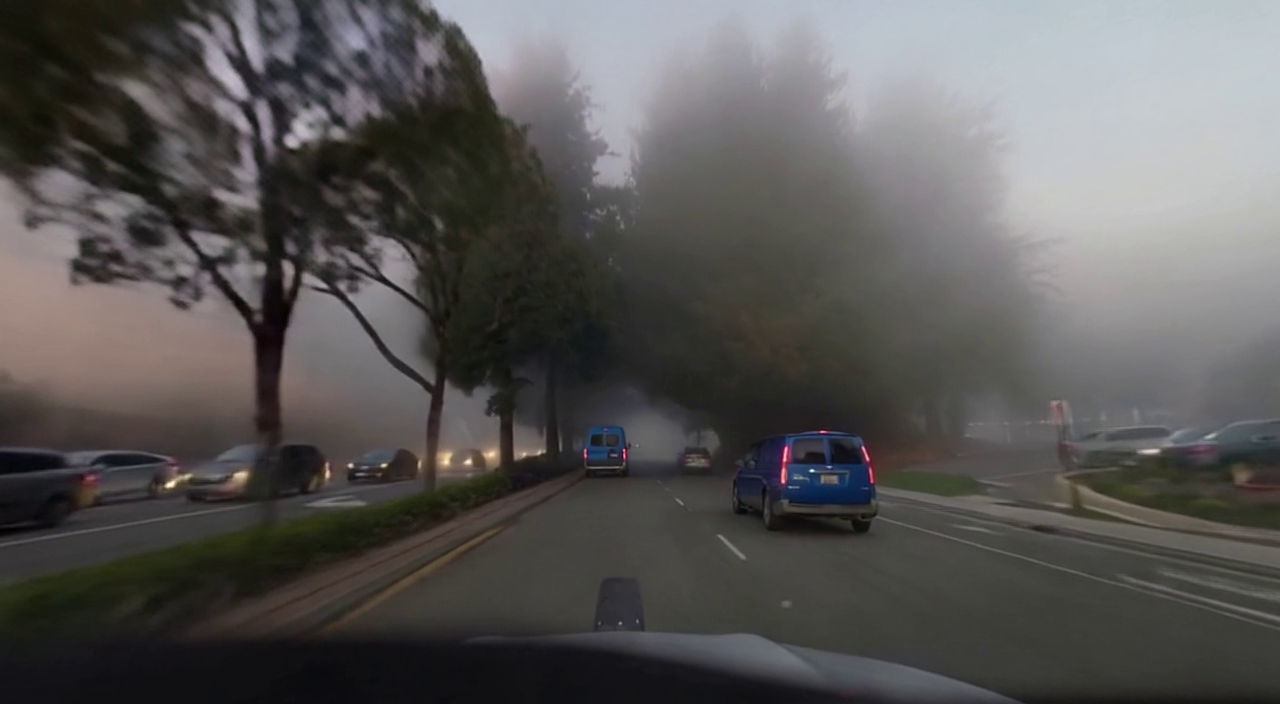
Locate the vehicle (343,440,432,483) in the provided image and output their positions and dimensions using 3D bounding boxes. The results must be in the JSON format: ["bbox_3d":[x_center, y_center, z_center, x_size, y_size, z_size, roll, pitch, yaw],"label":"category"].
[{"bbox_3d":[-11.360,4.947,28.816,2.192,1.754,4.569,0,-9,-1],"label":"vehicle"}]

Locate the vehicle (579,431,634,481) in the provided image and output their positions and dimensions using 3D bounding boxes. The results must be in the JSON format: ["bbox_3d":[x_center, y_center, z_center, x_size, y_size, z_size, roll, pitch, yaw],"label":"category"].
[{"bbox_3d":[-1.421,4.671,28.501,2.228,2.054,4.309,0,-9,0],"label":"vehicle"}]

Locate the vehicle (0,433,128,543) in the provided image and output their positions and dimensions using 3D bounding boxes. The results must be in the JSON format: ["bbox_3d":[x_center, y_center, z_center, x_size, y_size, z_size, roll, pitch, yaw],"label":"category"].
[{"bbox_3d":[-10.944,2.164,10.147,1.988,1.689,4.047,0,-9,0],"label":"vehicle"}]

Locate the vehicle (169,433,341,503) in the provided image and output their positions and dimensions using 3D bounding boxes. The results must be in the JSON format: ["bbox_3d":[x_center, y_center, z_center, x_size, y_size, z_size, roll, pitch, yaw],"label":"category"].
[{"bbox_3d":[-11.183,3.406,18.929,2.091,1.806,4.859,0,-9,0],"label":"vehicle"}]

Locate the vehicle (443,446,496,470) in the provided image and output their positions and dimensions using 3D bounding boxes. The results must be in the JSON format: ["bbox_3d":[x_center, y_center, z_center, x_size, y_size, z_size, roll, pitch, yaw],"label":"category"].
[{"bbox_3d":[-11.304,7.073,42.227,2.116,1.481,4.572,0,-9,2],"label":"vehicle"}]

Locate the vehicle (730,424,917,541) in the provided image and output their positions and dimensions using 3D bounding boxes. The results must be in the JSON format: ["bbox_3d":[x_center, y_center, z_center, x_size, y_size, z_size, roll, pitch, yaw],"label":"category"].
[{"bbox_3d":[2.943,2.201,11.214,1.965,1.671,4.146,0,-9,-1],"label":"vehicle"}]

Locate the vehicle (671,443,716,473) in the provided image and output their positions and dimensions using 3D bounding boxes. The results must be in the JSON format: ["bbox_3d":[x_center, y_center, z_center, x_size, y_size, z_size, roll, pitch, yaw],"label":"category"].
[{"bbox_3d":[3.172,6.360,38.063,2.248,1.692,4.252,0,-9,-1],"label":"vehicle"}]
